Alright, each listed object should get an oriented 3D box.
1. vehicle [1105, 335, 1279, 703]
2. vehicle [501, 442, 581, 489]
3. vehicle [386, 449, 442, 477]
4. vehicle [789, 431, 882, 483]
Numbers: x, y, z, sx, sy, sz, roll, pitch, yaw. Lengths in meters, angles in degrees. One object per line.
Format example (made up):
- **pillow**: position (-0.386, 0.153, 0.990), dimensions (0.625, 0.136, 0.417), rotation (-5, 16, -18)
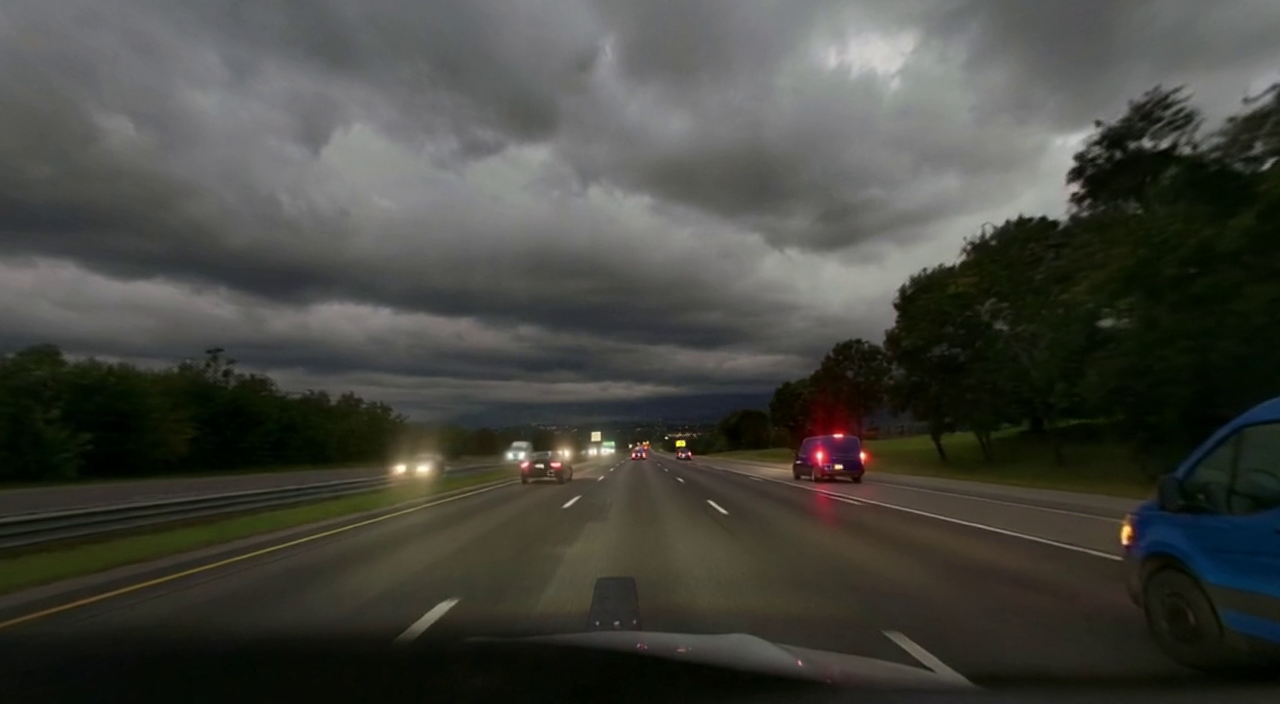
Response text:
- **vehicle**: position (3.742, 0.569, 1.267), dimensions (2.169, 1.685, 4.417), rotation (0, -9, 0)
- **vehicle**: position (-3.490, 4.123, 23.107), dimensions (2.160, 1.530, 4.500), rotation (0, -9, 0)
- **vehicle**: position (-12.045, 5.895, 33.704), dimensions (1.761, 1.392, 3.552), rotation (0, -9, -2)
- **vehicle**: position (7.891, 4.301, 25.981), dimensions (2.133, 1.933, 4.986), rotation (0, -9, -1)
